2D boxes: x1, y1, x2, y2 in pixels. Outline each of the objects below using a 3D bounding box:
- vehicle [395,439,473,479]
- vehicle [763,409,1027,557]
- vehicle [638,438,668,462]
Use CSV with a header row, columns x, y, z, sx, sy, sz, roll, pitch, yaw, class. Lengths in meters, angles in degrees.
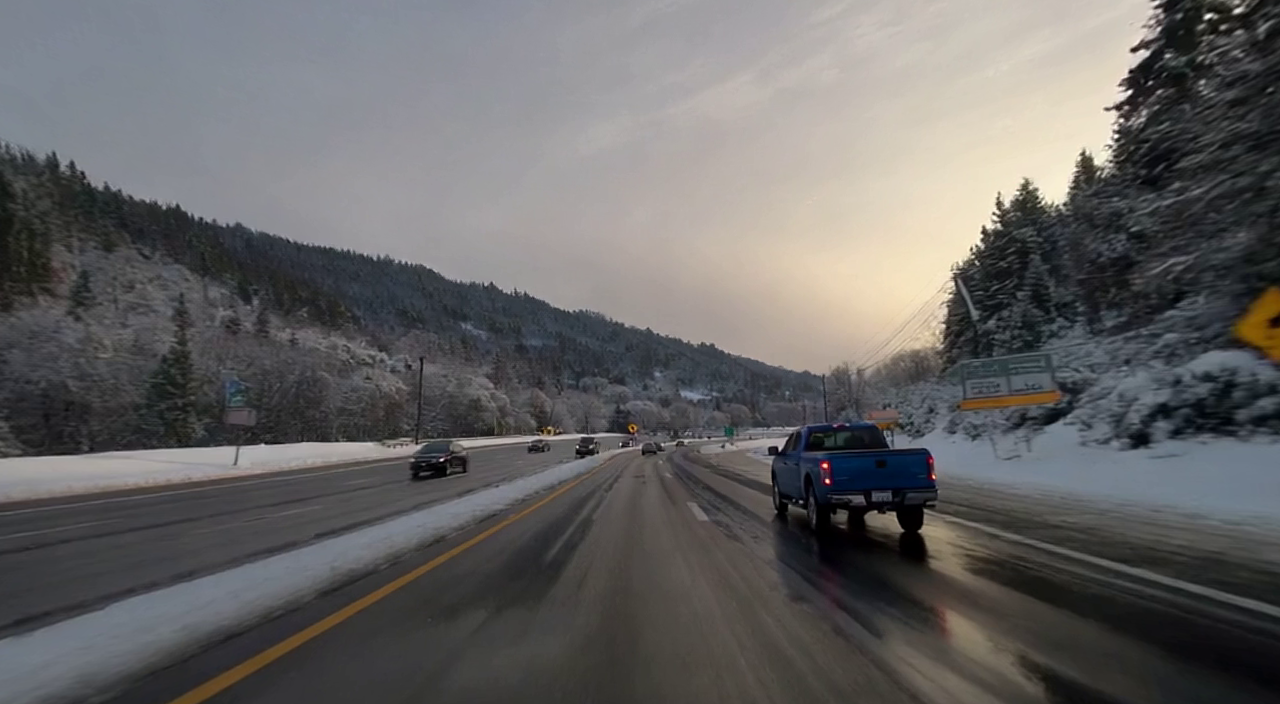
x,y,z,sx,sy,sz,roll,pitch,yaw,class
-9.961,5.198,31.012,2.131,1.773,4.837,0,-9,0,vehicle
3.494,1.915,9.938,2.151,1.744,4.709,0,-9,0,vehicle
1.015,7.570,49.003,2.186,1.782,4.100,0,-9,1,vehicle
